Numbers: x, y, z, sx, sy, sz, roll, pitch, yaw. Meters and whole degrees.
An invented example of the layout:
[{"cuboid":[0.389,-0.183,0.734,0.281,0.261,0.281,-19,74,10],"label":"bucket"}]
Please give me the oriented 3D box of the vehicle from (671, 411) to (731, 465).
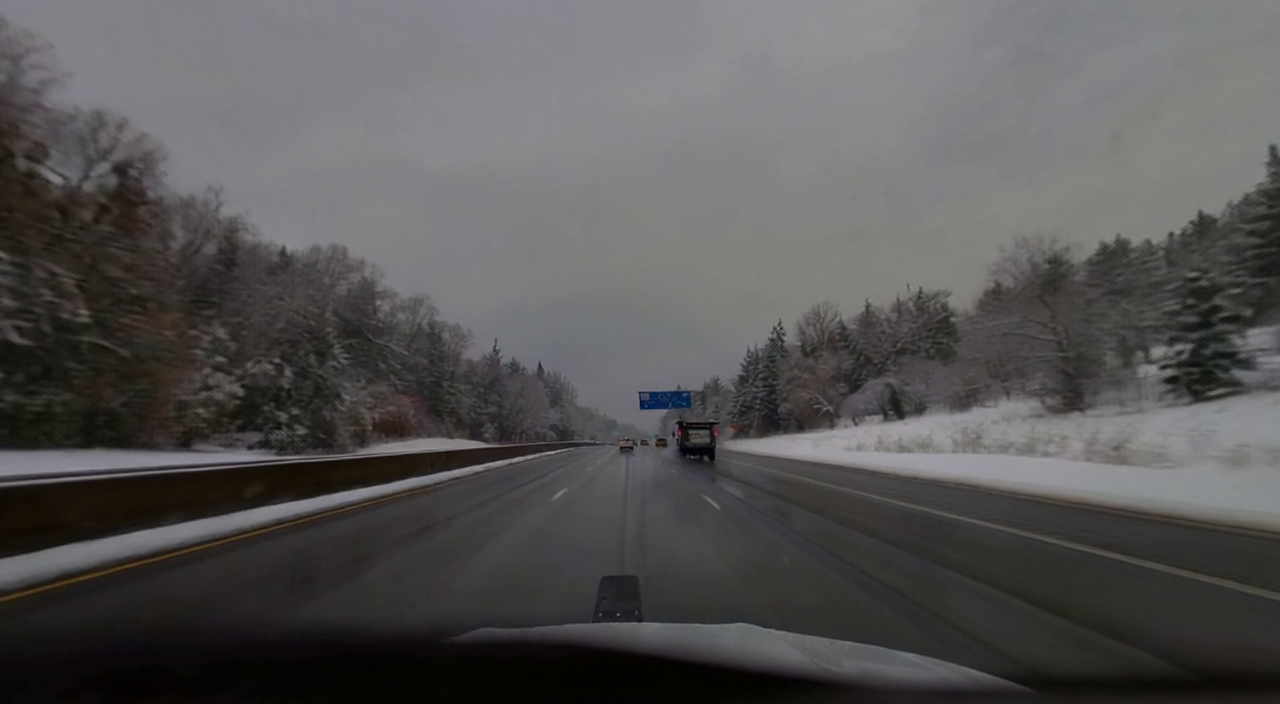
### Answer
[{"cuboid":[3.093,4.534,33.221,2.411,2.614,5.781,0,-8,-1],"label":"vehicle"}]
